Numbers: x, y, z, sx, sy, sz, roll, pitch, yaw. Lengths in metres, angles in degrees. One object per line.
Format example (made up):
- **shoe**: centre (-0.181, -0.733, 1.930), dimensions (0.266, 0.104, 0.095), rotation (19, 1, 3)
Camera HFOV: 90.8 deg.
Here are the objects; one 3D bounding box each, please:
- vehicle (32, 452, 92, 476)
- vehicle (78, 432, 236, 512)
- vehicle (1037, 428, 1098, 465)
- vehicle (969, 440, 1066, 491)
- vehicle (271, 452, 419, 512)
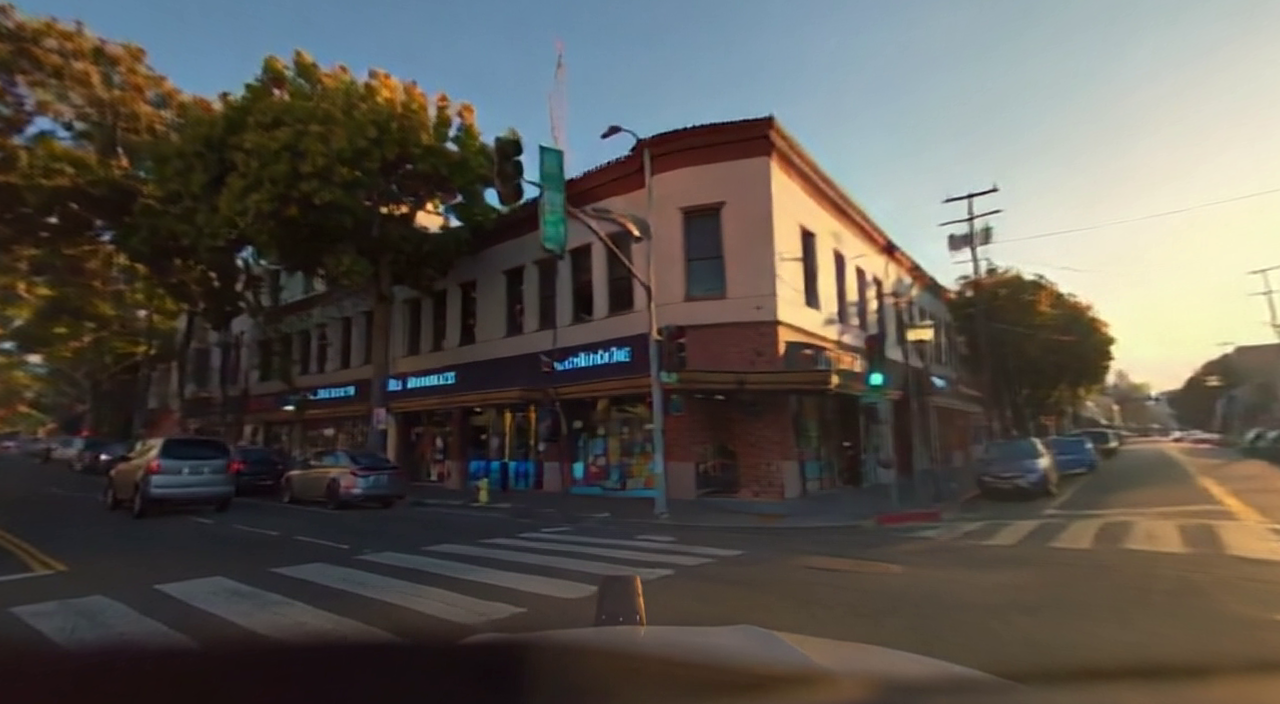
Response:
- **vehicle**: centre (-37.429, 7.206, 40.870), dimensions (4.382, 1.440, 1.921), rotation (-6, -11, 36)
- **vehicle**: centre (-13.325, 3.211, 17.353), dimensions (4.611, 1.882, 2.440), rotation (-8, -12, 41)
- **vehicle**: centre (25.779, 5.747, 38.008), dimensions (2.510, 1.859, 5.449), rotation (-7, -14, 37)
- **vehicle**: centre (13.639, 4.045, 22.685), dimensions (2.179, 1.596, 4.286), rotation (-11, -13, 38)
- **vehicle**: centre (-8.934, 3.812, 18.997), dimensions (4.703, 1.550, 2.059), rotation (-7, -11, 38)
